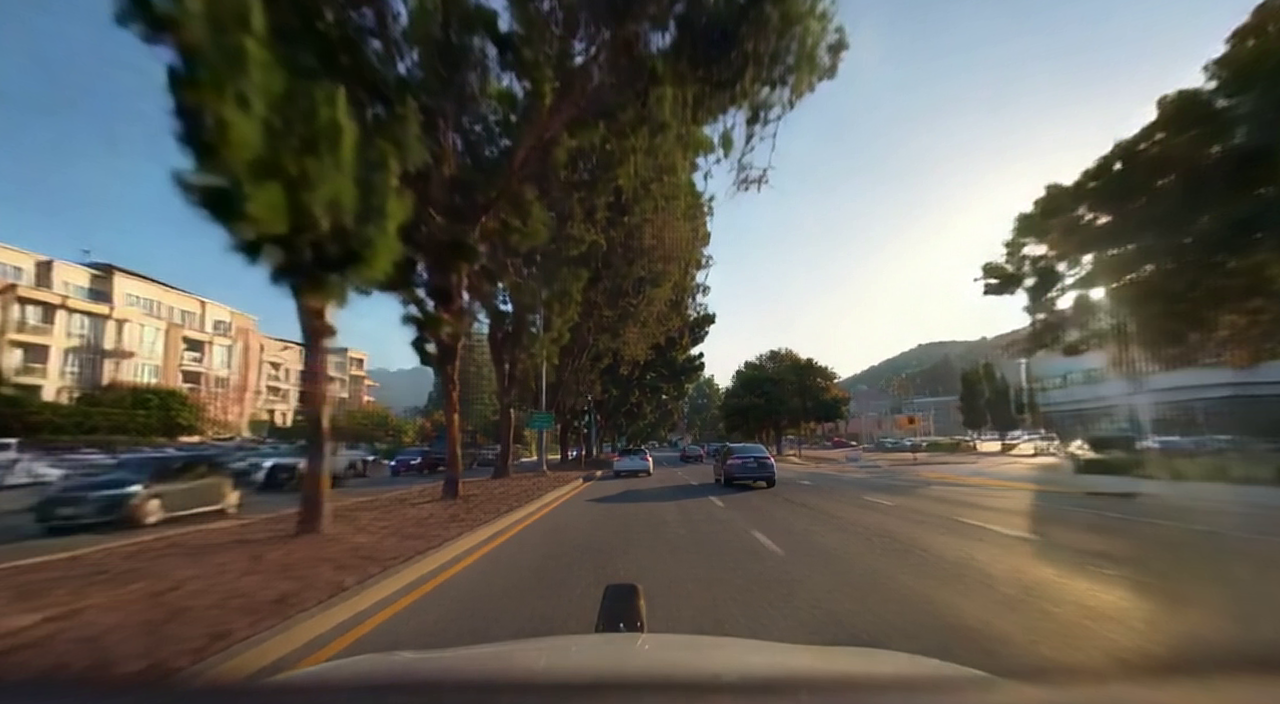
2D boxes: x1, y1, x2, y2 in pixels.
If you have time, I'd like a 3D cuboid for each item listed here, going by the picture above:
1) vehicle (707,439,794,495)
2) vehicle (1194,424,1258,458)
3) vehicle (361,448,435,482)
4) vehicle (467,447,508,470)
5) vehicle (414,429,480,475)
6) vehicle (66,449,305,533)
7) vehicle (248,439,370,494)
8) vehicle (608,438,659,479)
[{"bbox_3d":[3.198,3.410,19.094,1.852,1.498,3.825,0,-9,-1],"label":"vehicle"},{"bbox_3d":[35.759,5.425,38.492,5.424,1.947,2.071,7,-11,-41],"label":"vehicle"},{"bbox_3d":[-11.968,5.594,31.624,1.923,1.502,4.422,-1,-9,0],"label":"vehicle"},{"bbox_3d":[-11.463,8.025,47.820,2.048,1.470,4.514,-2,-8,-1],"label":"vehicle"},{"bbox_3d":[-12.005,6.249,39.730,2.263,2.542,5.913,-2,-8,0],"label":"vehicle"},{"bbox_3d":[-9.222,2.801,13.424,1.850,1.447,4.436,0,-9,-1],"label":"vehicle"},{"bbox_3d":[-12.328,4.271,23.987,2.021,1.817,4.740,-1,-9,1],"label":"vehicle"},{"bbox_3d":[-0.249,4.713,28.174,2.101,1.694,3.979,-1,-9,1],"label":"vehicle"}]
